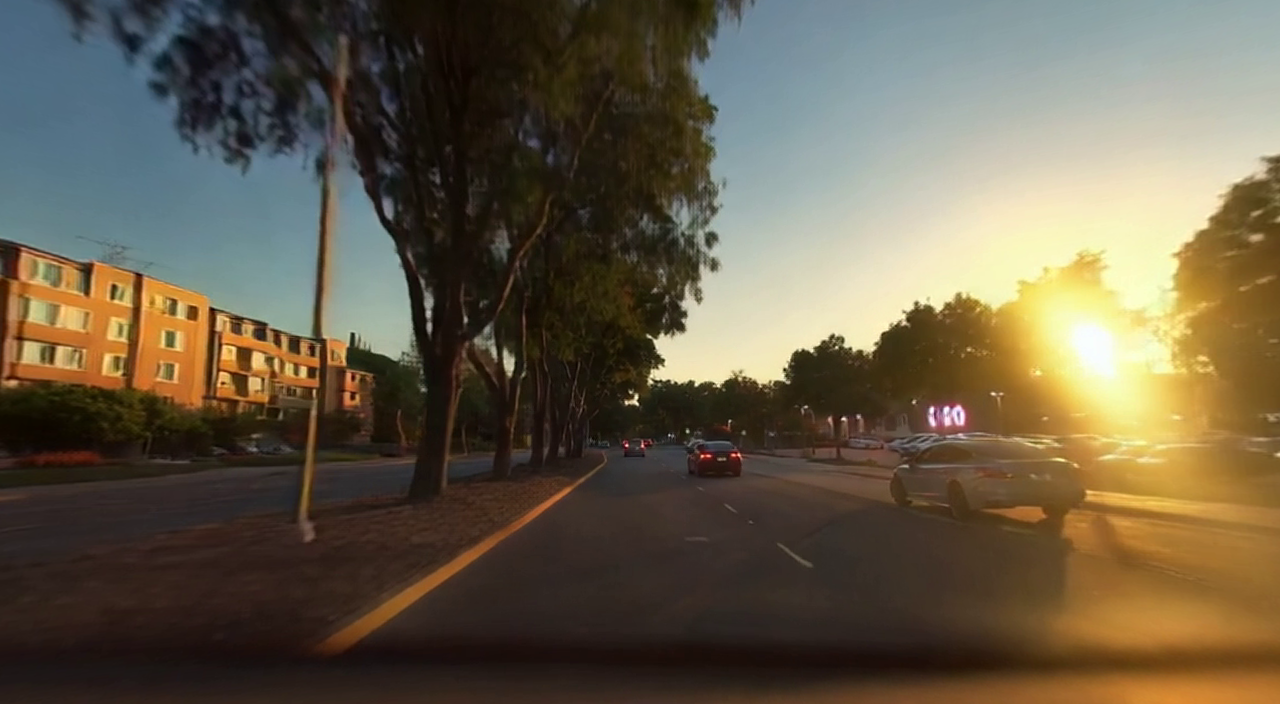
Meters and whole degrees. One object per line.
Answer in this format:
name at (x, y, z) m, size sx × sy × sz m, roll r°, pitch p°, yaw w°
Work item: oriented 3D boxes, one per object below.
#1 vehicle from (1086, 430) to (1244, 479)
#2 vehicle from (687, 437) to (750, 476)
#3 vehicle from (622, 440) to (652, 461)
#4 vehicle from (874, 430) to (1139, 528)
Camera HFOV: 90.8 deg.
vehicle at (19.514, 3.815, 23.809) m, size 2.058 × 1.646 × 4.361 m, roll 0°, pitch -8°, yaw -3°
vehicle at (3.296, 4.472, 27.369) m, size 1.953 × 1.514 × 4.672 m, roll 0°, pitch -8°, yaw -2°
vehicle at (-0.277, 7.170, 46.070) m, size 2.095 × 1.456 × 3.873 m, roll 0°, pitch -8°, yaw -1°
vehicle at (6.683, 2.346, 12.343) m, size 2.098 × 1.507 × 4.655 m, roll 0°, pitch -8°, yaw -5°
